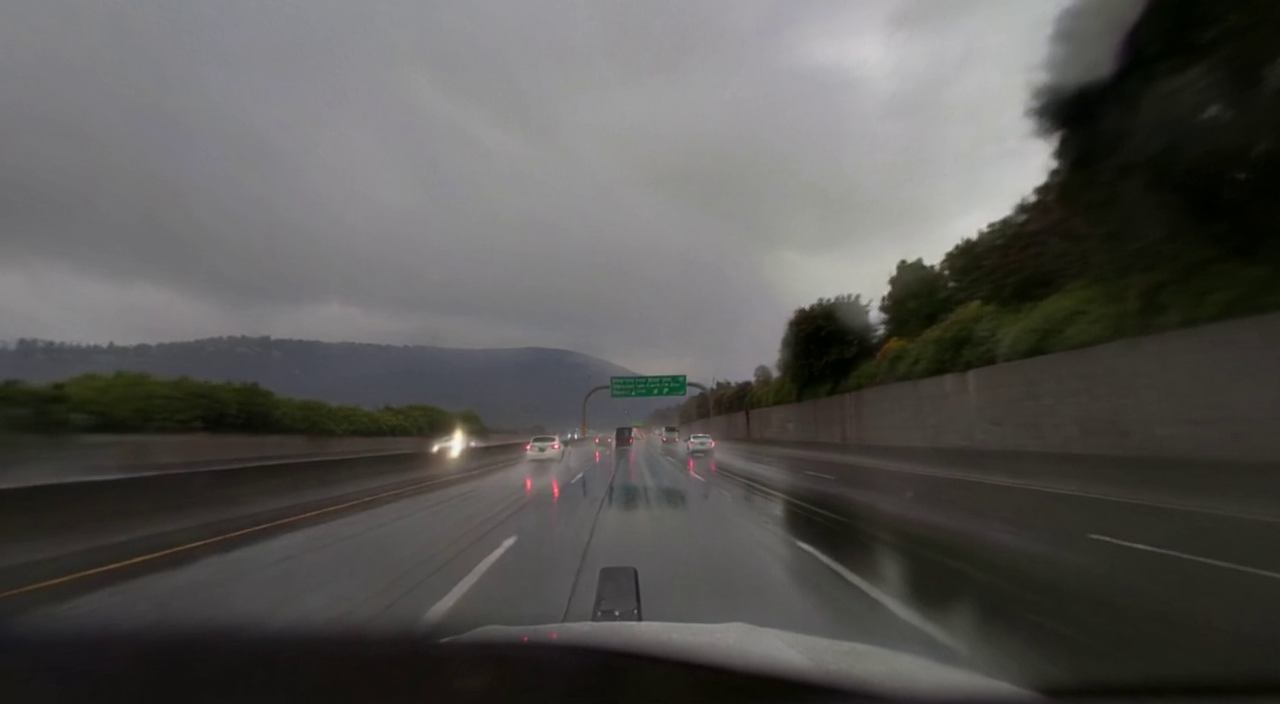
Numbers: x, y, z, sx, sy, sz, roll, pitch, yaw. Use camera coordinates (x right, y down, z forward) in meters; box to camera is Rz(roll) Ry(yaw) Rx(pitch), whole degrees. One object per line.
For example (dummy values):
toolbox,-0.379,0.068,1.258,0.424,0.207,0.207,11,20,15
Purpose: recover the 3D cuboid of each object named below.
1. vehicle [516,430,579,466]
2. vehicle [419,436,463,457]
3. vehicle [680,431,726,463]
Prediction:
vehicle,-4.024,4.250,28.144,2.204,1.486,4.121,0,-8,0
vehicle,-14.860,7.059,47.278,2.025,1.457,4.147,0,-8,-2
vehicle,3.052,4.669,31.174,1.806,1.469,3.681,0,-8,-2
